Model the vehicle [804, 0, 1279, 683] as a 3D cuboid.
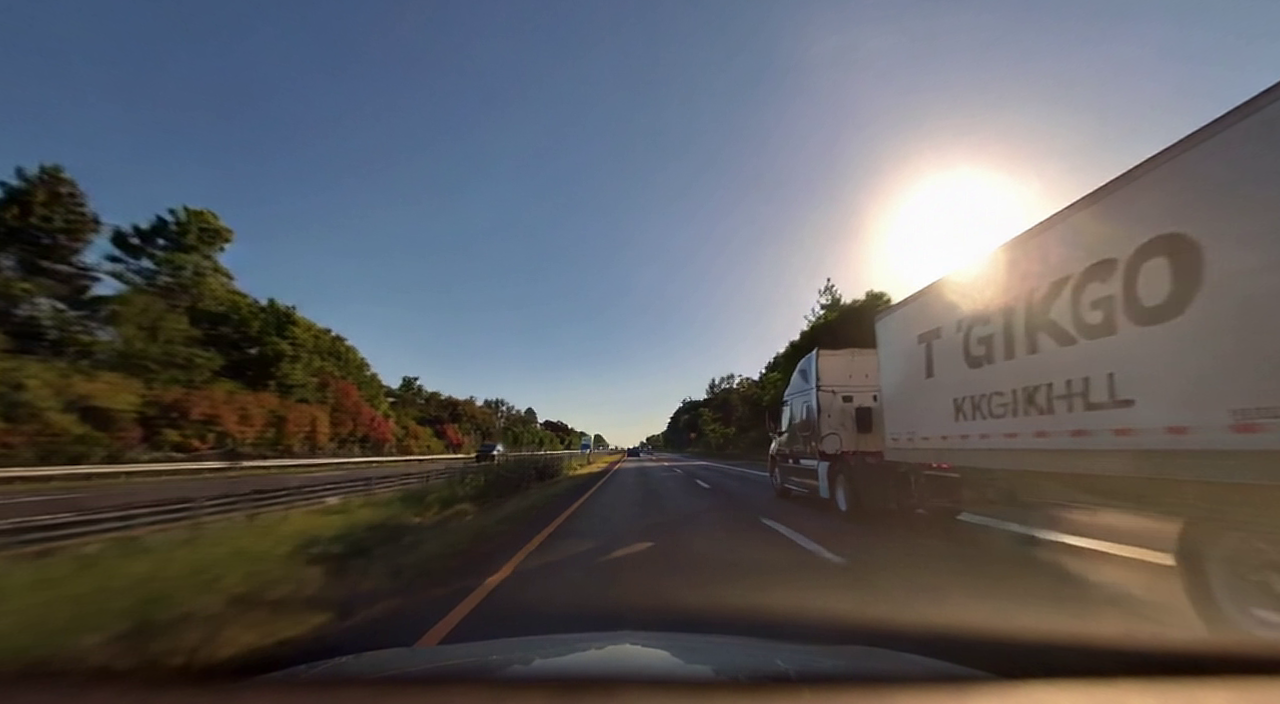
[{"bbox_3d":[5.009,0.148,5.772,2.983,4.030,14.444,0,-9,-1],"label":"vehicle"}]
